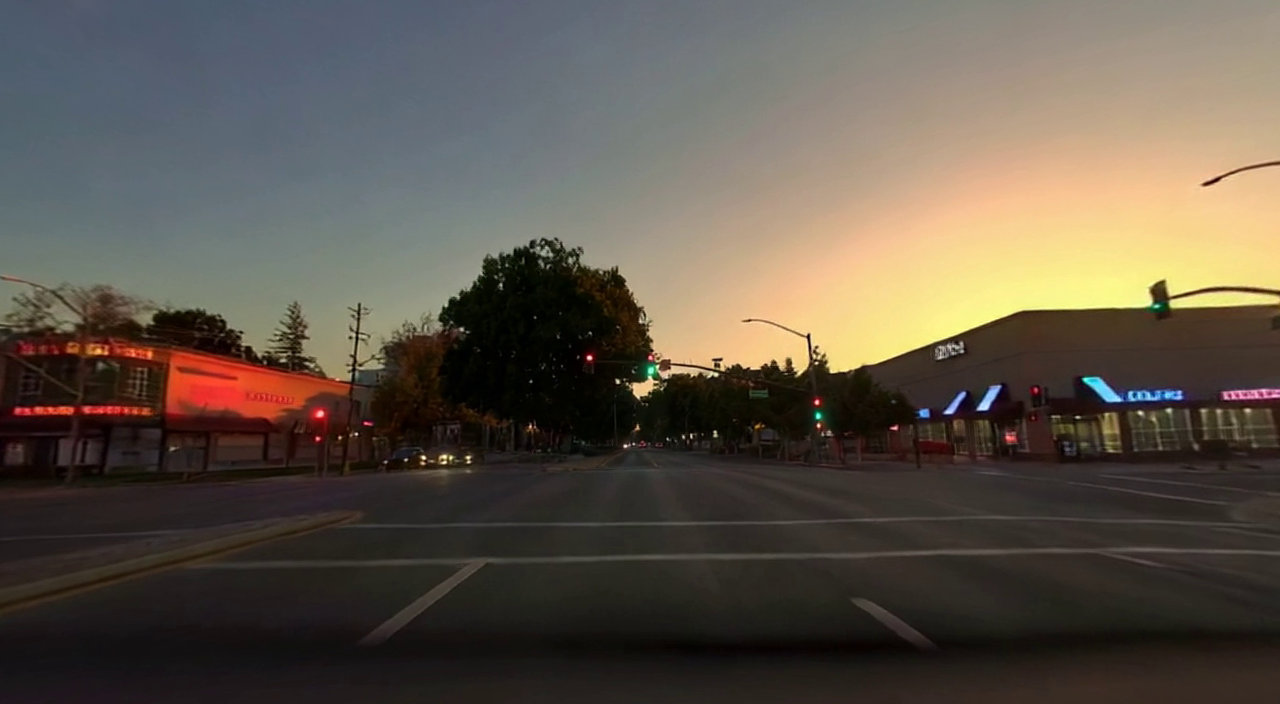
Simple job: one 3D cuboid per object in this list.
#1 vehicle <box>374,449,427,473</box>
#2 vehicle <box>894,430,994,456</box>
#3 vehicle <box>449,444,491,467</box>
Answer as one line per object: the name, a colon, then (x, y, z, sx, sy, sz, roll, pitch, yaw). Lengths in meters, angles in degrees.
vehicle: (-16.511, 7.503, 43.787, 1.924, 1.557, 4.357, 0, -9, 1)
vehicle: (20.974, 6.320, 43.742, 5.587, 1.689, 2.605, 0, -9, -3)
vehicle: (-12.913, 7.908, 48.268, 1.892, 1.639, 4.311, 0, -9, 1)
